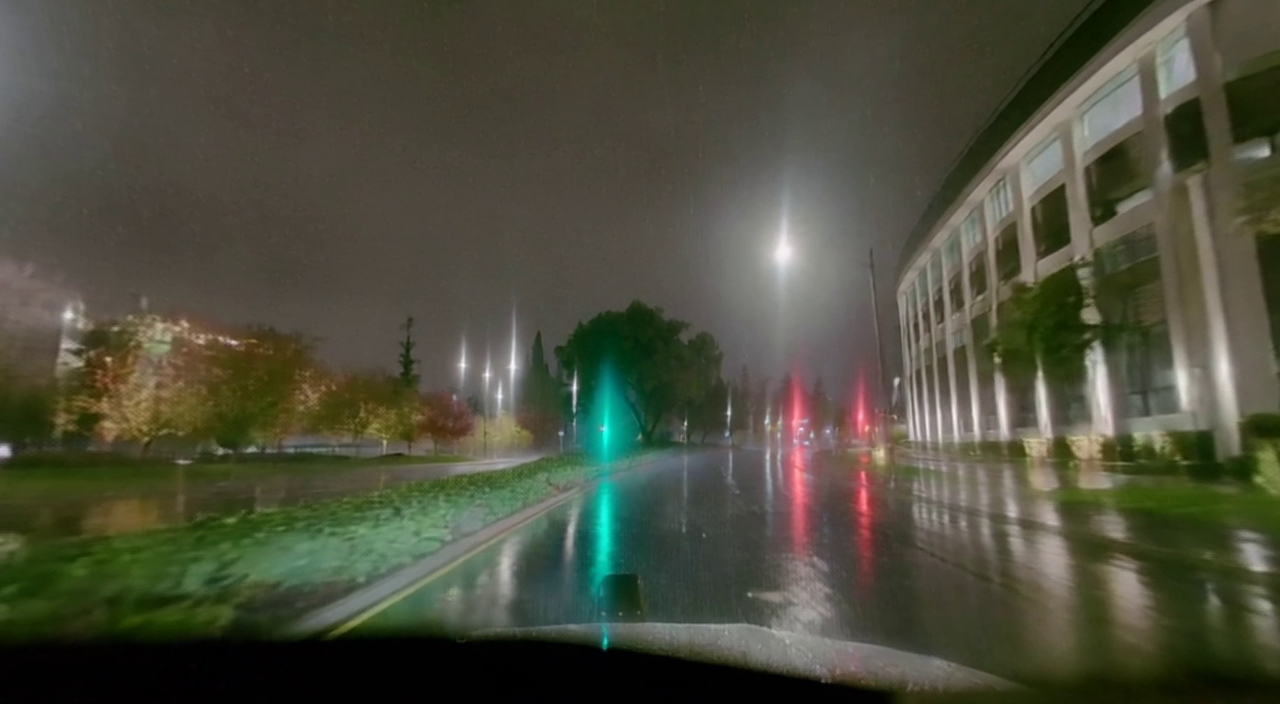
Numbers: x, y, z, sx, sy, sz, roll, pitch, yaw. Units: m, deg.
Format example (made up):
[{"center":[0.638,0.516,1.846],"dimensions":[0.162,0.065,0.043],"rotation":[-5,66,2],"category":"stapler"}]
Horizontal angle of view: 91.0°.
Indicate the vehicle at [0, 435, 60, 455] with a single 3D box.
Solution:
[{"center":[-44.992,6.755,45.799],"dimensions":[3.683,1.426,1.810],"rotation":[0,-9,-2],"category":"vehicle"}]
